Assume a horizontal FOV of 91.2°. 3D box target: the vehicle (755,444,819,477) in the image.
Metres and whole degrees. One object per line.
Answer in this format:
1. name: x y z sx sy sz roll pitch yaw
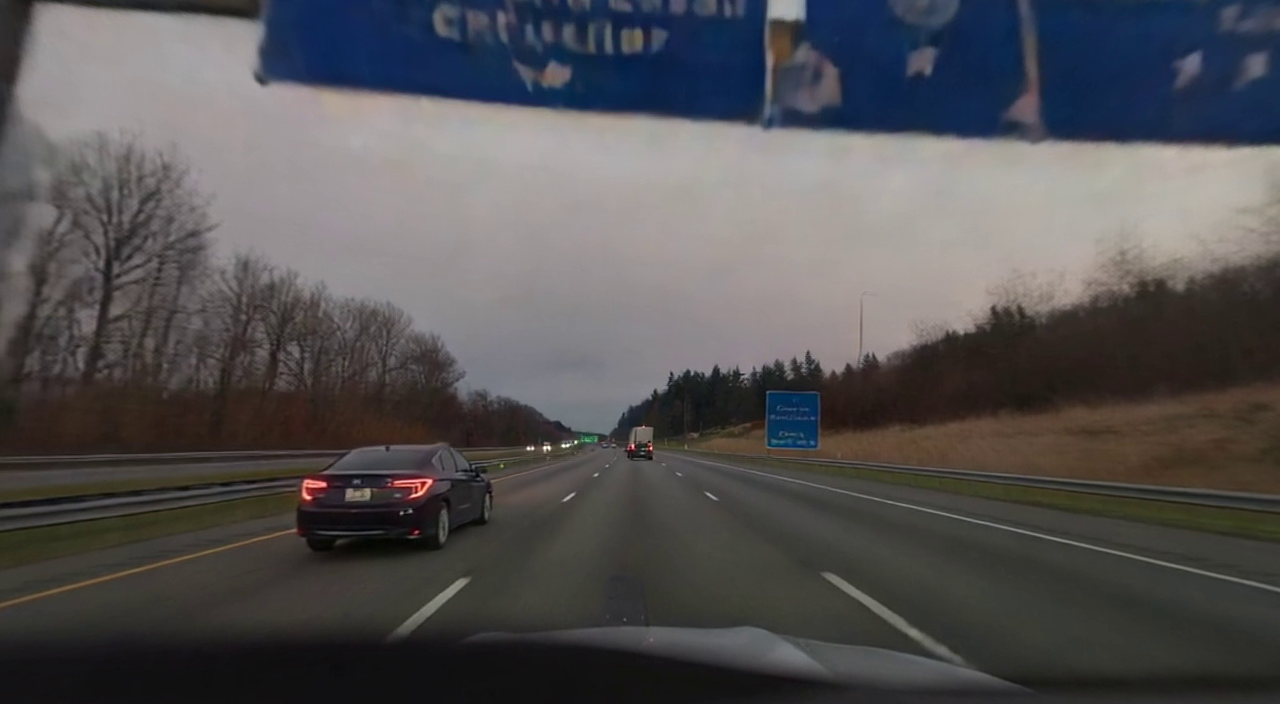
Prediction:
1. vehicle: 7.736 5.743 33.632 2.081 1.576 5.604 0 -9 0

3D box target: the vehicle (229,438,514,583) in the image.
1. vehicle: -3.285 2.004 8.886 2.012 1.500 4.452 0 -9 1

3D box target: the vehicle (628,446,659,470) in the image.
1. vehicle: 0.195 6.745 40.166 1.859 1.478 3.799 0 -9 0
